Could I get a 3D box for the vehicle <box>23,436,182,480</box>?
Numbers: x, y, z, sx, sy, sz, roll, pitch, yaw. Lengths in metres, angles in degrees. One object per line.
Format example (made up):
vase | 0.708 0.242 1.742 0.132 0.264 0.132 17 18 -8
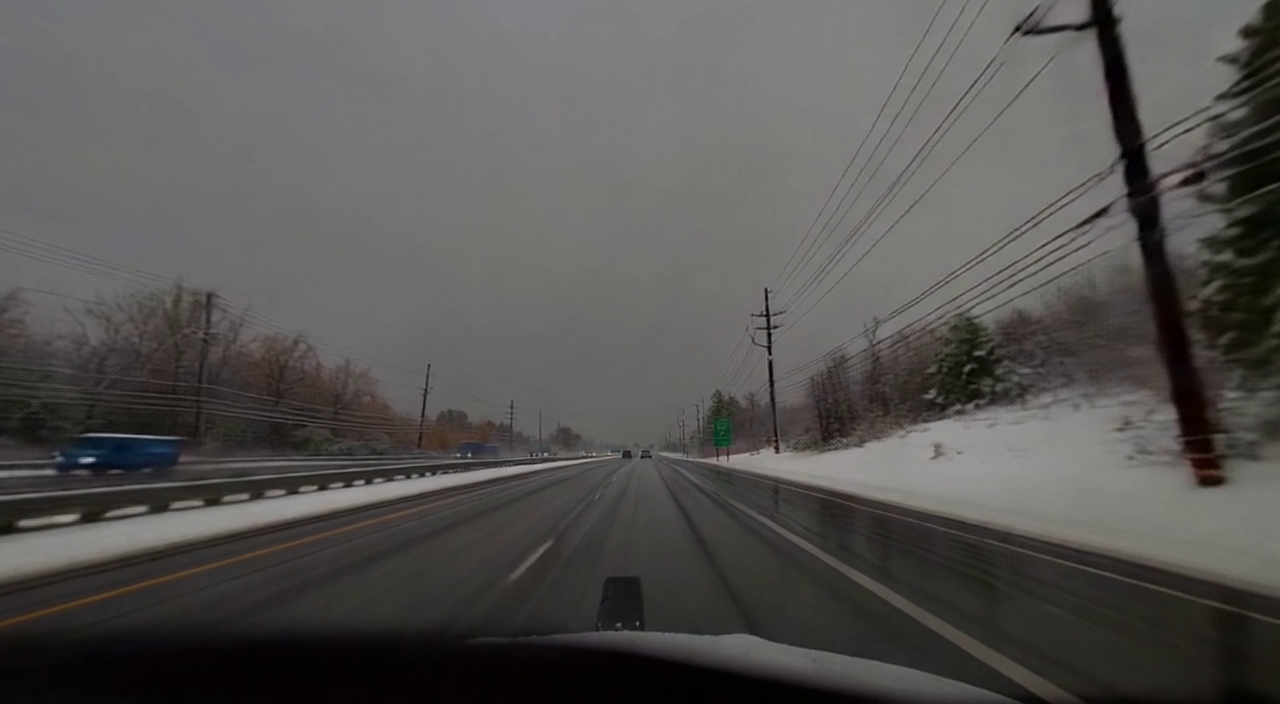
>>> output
vehicle | -31.678 6.282 37.699 2.623 2.328 7.640 0 -9 2
